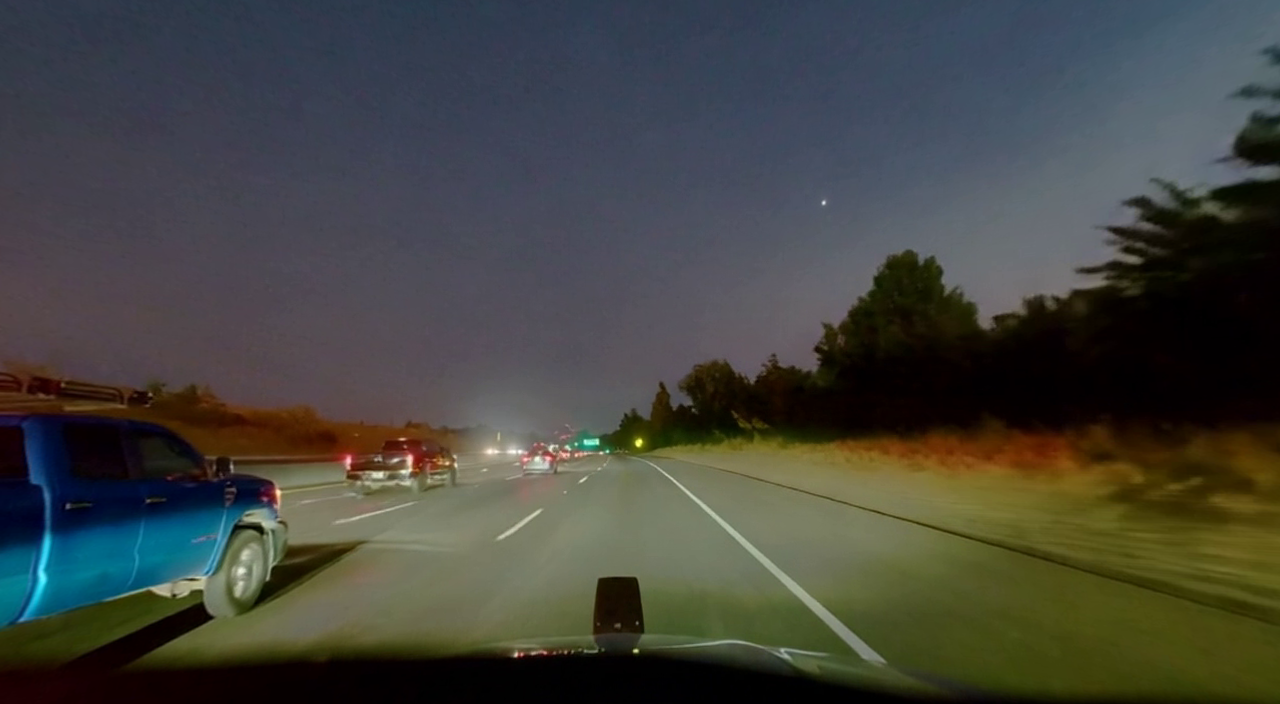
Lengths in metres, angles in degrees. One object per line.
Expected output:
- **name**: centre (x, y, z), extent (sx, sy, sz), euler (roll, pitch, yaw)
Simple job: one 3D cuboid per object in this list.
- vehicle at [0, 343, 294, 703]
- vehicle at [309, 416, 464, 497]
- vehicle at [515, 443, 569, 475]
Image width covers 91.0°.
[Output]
- **vehicle**: centre (-4.038, 0.840, 2.664), extent (2.200, 1.807, 5.041), euler (0, -9, 1)
- **vehicle**: centre (-8.007, 3.411, 20.826), extent (2.594, 2.254, 6.028), euler (0, -9, 0)
- **vehicle**: centre (-4.927, 5.468, 32.274), extent (2.012, 1.509, 4.359), euler (0, -9, 0)
